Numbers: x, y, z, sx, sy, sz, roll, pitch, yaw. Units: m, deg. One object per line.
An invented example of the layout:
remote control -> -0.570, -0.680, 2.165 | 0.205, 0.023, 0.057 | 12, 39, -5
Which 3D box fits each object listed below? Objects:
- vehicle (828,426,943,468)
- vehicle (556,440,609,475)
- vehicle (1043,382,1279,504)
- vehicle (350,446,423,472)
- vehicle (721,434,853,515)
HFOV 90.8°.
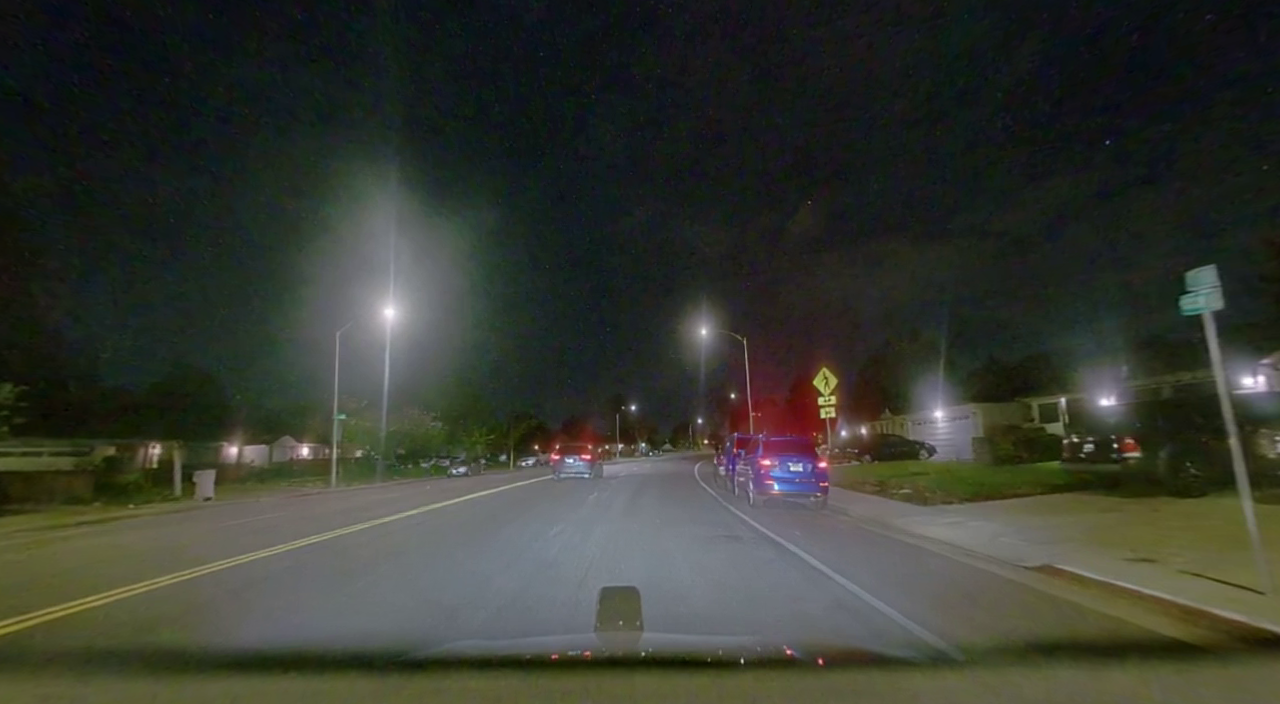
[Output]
vehicle -> 12.533, 4.895, 32.561 | 5.036, 1.782, 2.098 | -5, -9, 9
vehicle -> -3.007, 5.637, 33.944 | 2.135, 1.731, 4.232 | -1, -8, 5
vehicle -> 11.926, 1.715, 12.465 | 6.150, 2.059, 2.284 | -3, -8, 4
vehicle -> -18.873, 7.983, 47.125 | 4.628, 1.808, 1.899 | 0, -12, 8
vehicle -> 3.480, 2.996, 16.143 | 2.147, 1.725, 4.927 | 0, -8, -1
